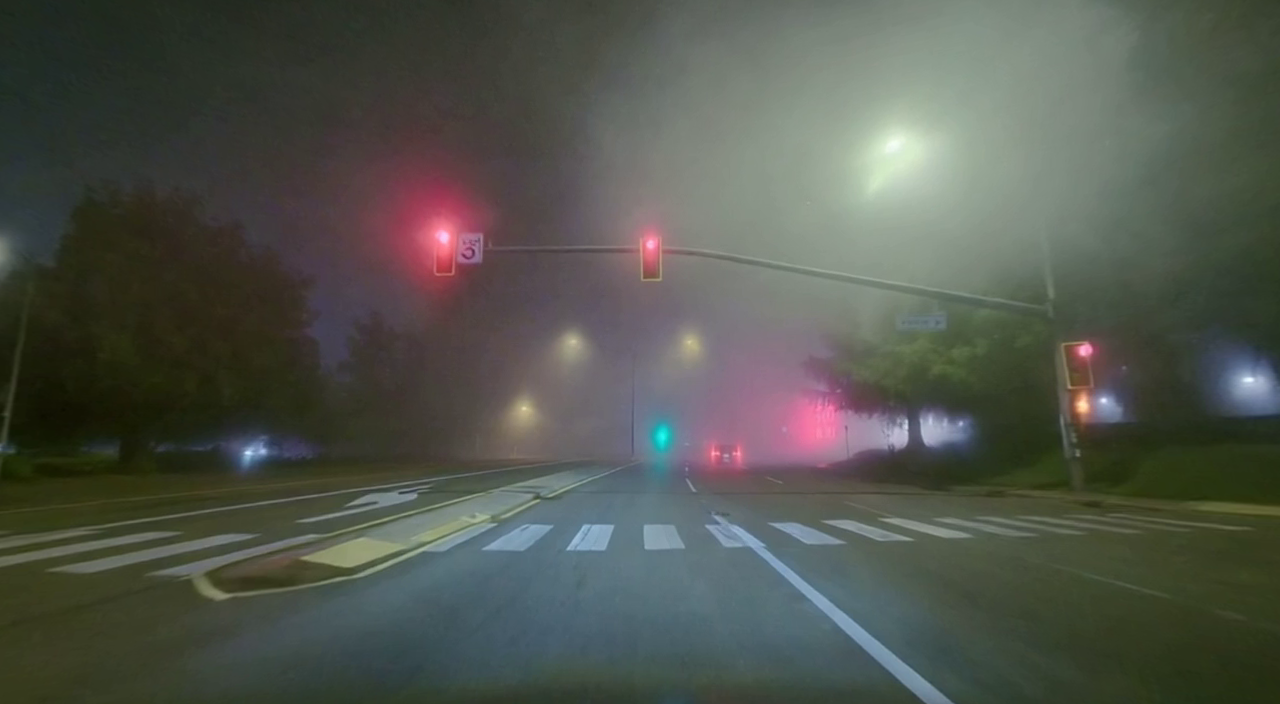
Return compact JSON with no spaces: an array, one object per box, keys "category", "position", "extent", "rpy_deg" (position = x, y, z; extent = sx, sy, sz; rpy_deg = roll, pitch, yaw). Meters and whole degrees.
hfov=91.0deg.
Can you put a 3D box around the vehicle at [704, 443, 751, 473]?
[{"category":"vehicle","position":[4.666,5.748,34.307],"extent":[2.015,1.479,4.444],"rpy_deg":[0,-9,1]}]
